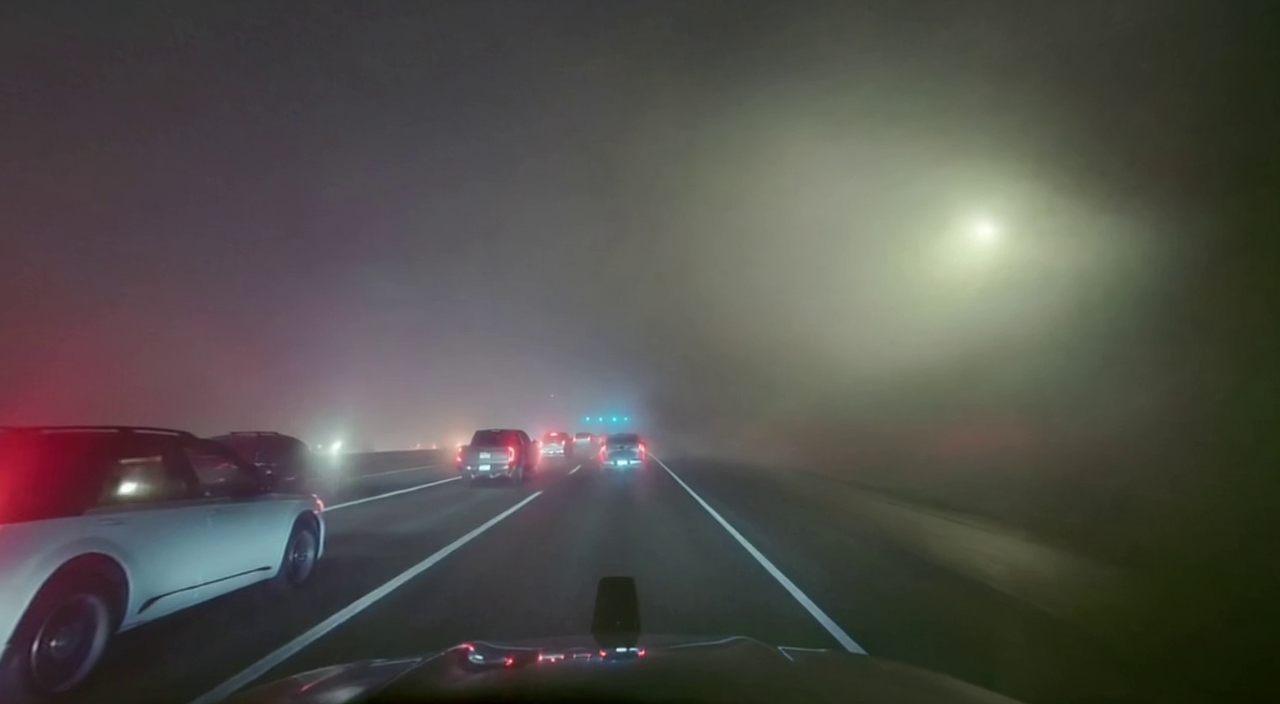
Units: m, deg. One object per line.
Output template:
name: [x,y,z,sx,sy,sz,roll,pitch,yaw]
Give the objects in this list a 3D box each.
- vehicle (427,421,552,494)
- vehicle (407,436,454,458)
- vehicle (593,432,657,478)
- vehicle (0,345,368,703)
vehicle: [-3.825,2.766,16.953,2.154,1.690,4.595,0,-8,1]
vehicle: [-15.569,7.055,46.918,2.049,1.578,3.937,0,-8,1]
vehicle: [-0.503,3.583,22.183,2.070,1.452,3.834,0,-8,0]
vehicle: [-3.885,1.040,4.314,2.107,1.703,4.274,0,-8,0]
